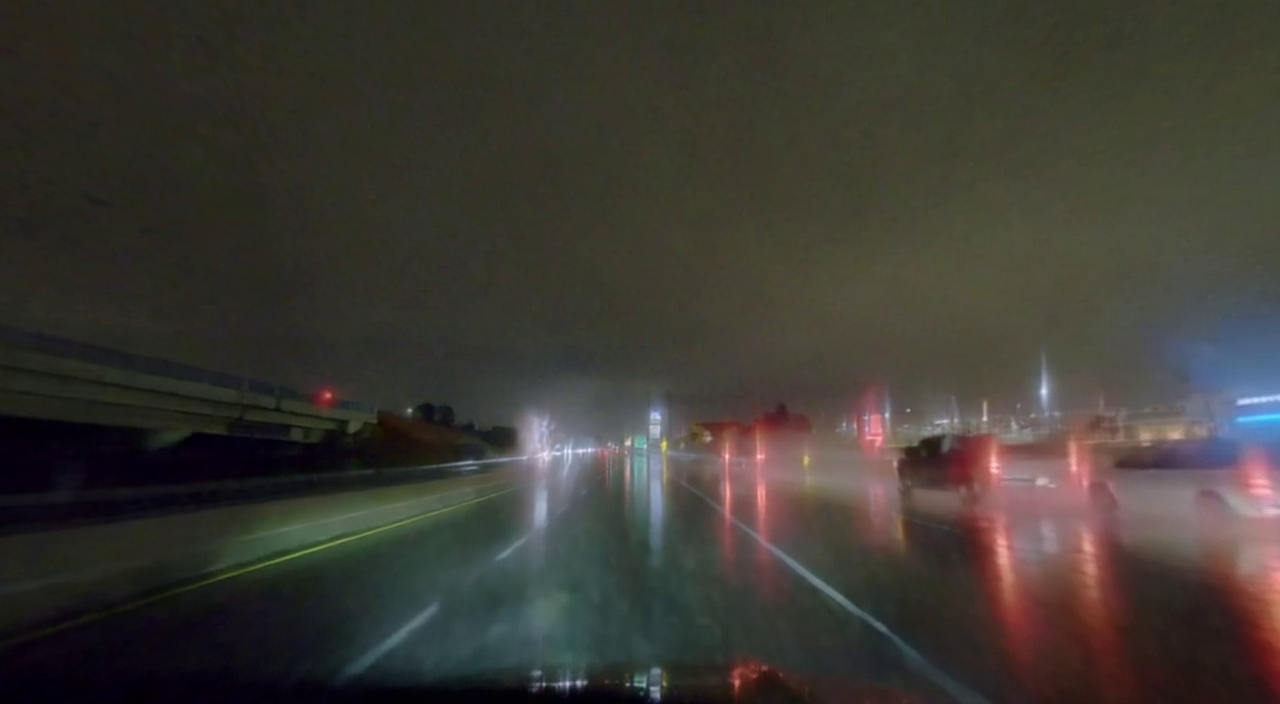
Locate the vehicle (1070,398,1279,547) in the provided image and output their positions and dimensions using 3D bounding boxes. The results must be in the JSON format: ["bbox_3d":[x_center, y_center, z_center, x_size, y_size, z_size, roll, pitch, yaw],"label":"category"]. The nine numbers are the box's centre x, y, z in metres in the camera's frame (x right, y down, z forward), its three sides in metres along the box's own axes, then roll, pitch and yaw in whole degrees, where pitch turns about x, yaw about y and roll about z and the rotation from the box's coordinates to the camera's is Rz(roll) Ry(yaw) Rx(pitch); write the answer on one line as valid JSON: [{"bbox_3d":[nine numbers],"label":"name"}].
[{"bbox_3d":[16.239,3.120,16.821,2.887,3.412,9.164,0,-9,-1],"label":"vehicle"}]

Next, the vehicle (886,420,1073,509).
[{"bbox_3d":[15.002,5.078,29.202,3.233,3.414,9.483,0,-9,-1],"label":"vehicle"}]
